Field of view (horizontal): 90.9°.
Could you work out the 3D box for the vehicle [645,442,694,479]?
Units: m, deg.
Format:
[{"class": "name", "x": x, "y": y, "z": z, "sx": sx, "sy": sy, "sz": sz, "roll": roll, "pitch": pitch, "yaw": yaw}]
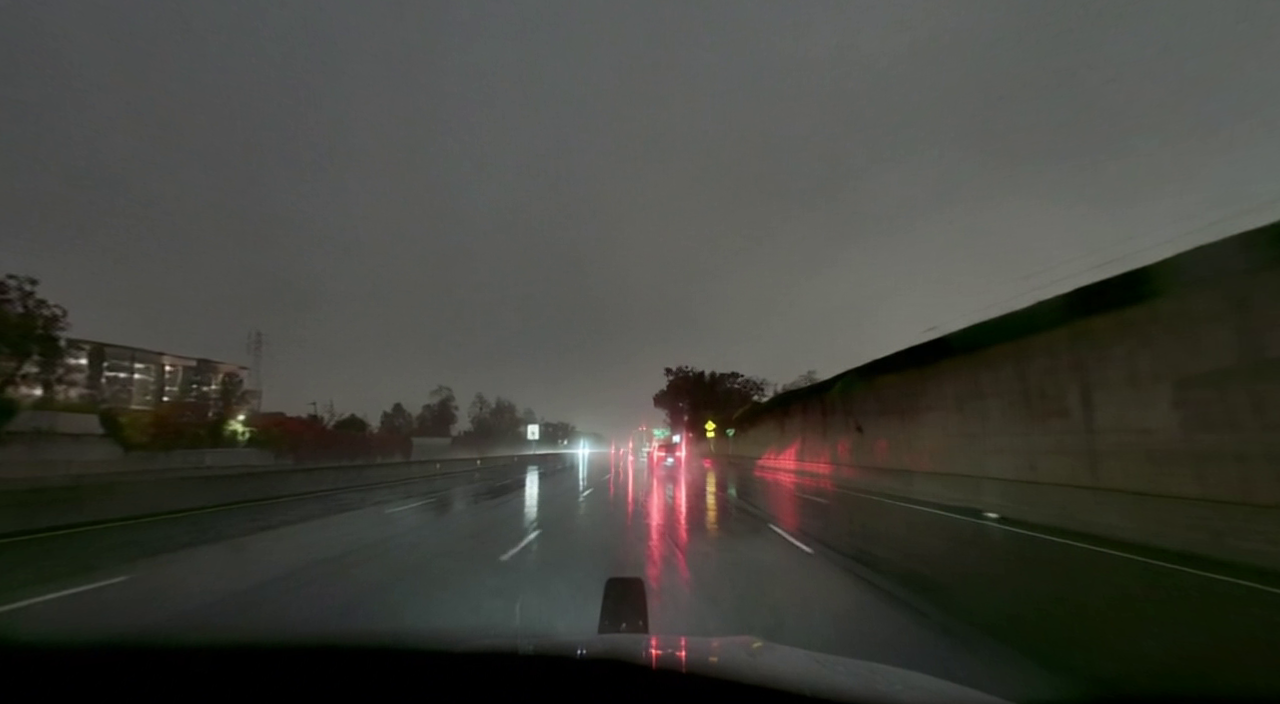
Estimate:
[{"class": "vehicle", "x": 1.282, "y": 4.952, "z": 28.959, "sx": 1.973, "sy": 1.536, "sz": 4.337, "roll": 0, "pitch": -9, "yaw": -1}]
